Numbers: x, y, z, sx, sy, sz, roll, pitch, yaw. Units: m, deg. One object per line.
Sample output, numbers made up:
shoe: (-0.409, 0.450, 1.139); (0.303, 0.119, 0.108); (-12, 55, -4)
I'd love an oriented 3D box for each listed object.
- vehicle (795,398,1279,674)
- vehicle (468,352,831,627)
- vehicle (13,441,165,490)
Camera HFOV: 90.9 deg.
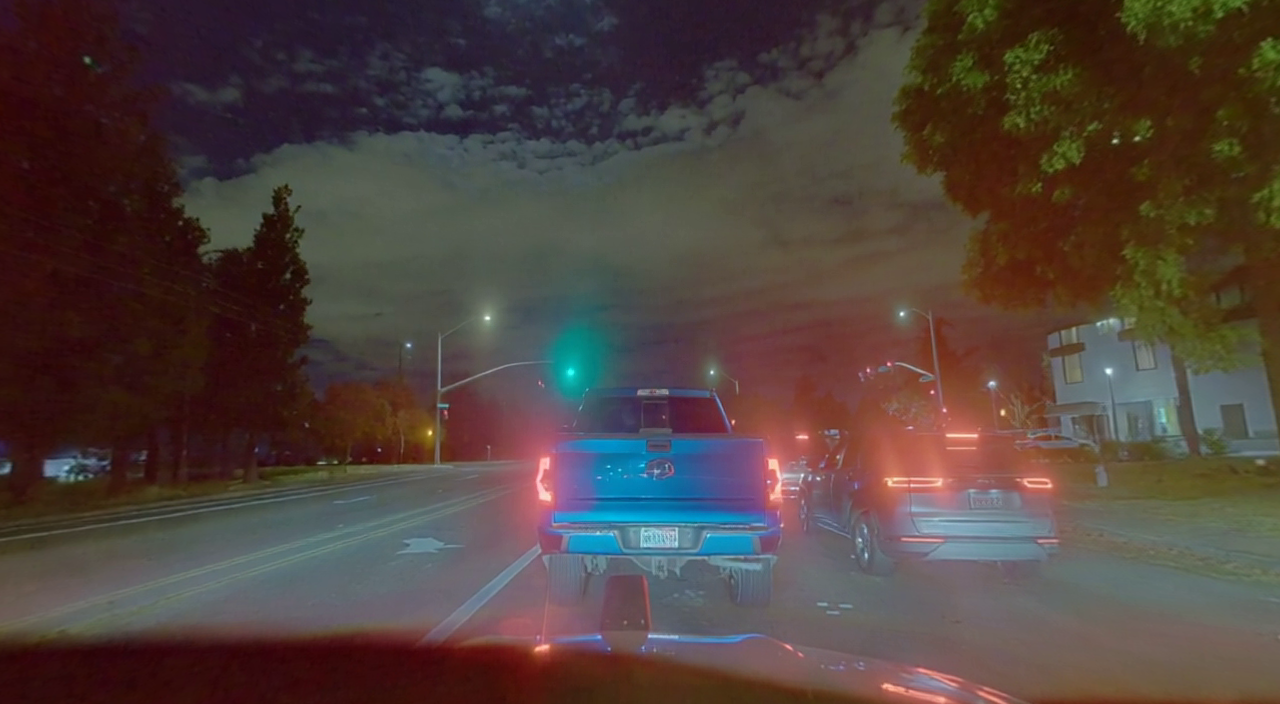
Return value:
vehicle: (3.331, 1.500, 6.485); (2.155, 1.667, 5.162); (0, -8, 0)
vehicle: (0.094, 1.394, 7.408); (2.636, 2.011, 5.425); (0, -8, 1)
vehicle: (-21.745, 4.459, 25.197); (2.062, 1.764, 4.508); (0, -8, -2)
